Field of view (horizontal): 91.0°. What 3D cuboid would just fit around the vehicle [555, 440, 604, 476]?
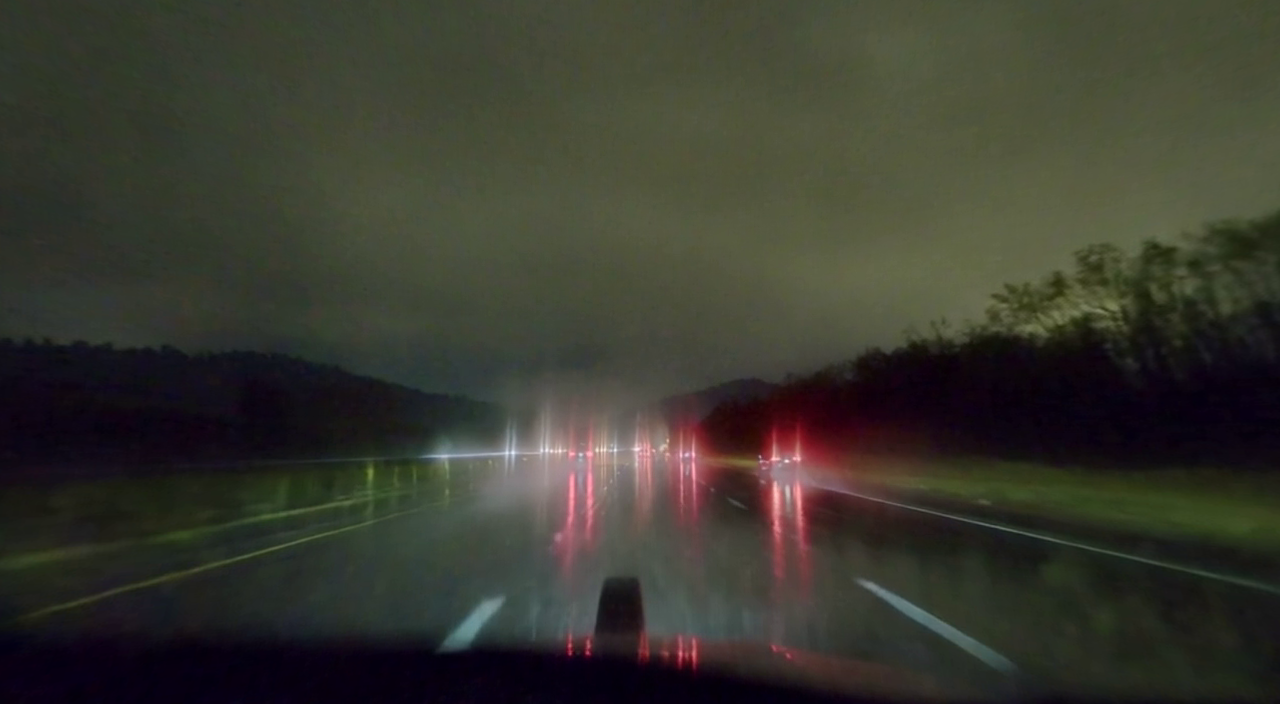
[{"bbox_3d":[-3.066,5.499,32.818,2.070,1.707,4.309,0,-9,1],"label":"vehicle"}]
